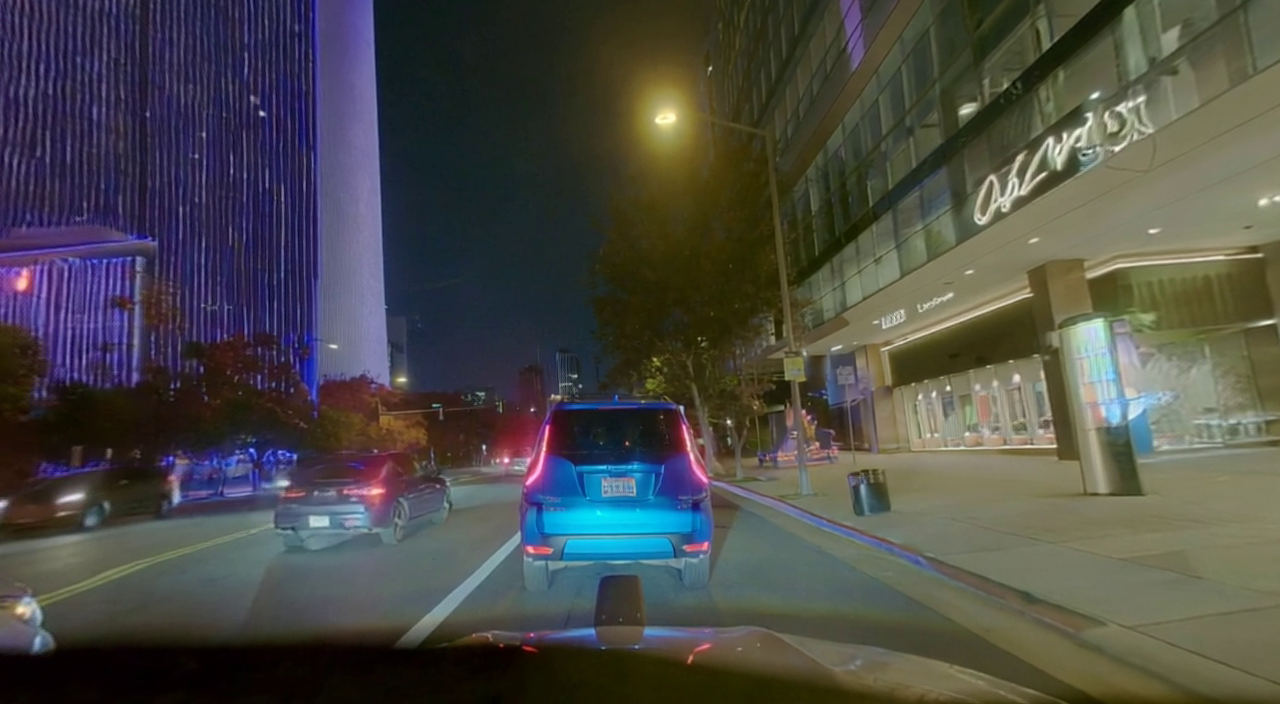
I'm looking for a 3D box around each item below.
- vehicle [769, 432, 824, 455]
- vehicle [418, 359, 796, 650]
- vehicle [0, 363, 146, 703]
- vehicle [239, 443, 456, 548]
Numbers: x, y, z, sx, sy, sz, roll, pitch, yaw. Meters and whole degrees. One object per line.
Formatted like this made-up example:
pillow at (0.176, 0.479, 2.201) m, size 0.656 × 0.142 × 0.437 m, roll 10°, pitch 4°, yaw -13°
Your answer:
vehicle at (10.282, 5.996, 41.235) m, size 1.877 × 1.416 × 3.965 m, roll -8°, pitch -12°, yaw 39°
vehicle at (-0.347, 1.327, 6.535) m, size 2.531 × 1.930 × 4.382 m, roll 0°, pitch -8°, yaw -4°
vehicle at (-3.196, 0.639, 0.600) m, size 1.971 × 1.658 × 4.428 m, roll 0°, pitch -8°, yaw -2°
vehicle at (-4.755, 2.345, 11.144) m, size 1.876 × 1.448 × 4.464 m, roll 0°, pitch -8°, yaw -3°
